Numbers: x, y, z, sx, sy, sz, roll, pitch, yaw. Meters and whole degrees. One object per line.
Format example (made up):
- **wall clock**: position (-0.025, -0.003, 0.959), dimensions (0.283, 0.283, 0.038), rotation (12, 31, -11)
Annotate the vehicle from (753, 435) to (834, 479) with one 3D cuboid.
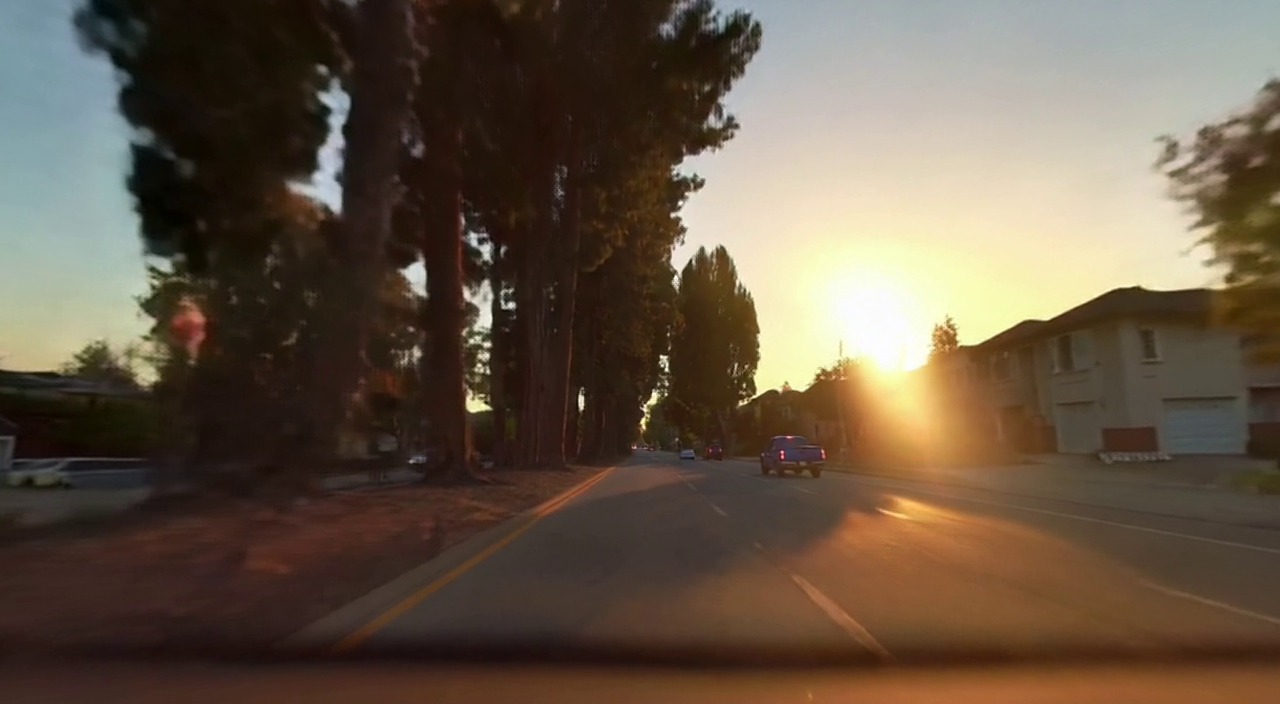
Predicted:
- **vehicle**: position (6.832, 4.762, 28.791), dimensions (2.262, 1.769, 5.666), rotation (0, -9, 0)
